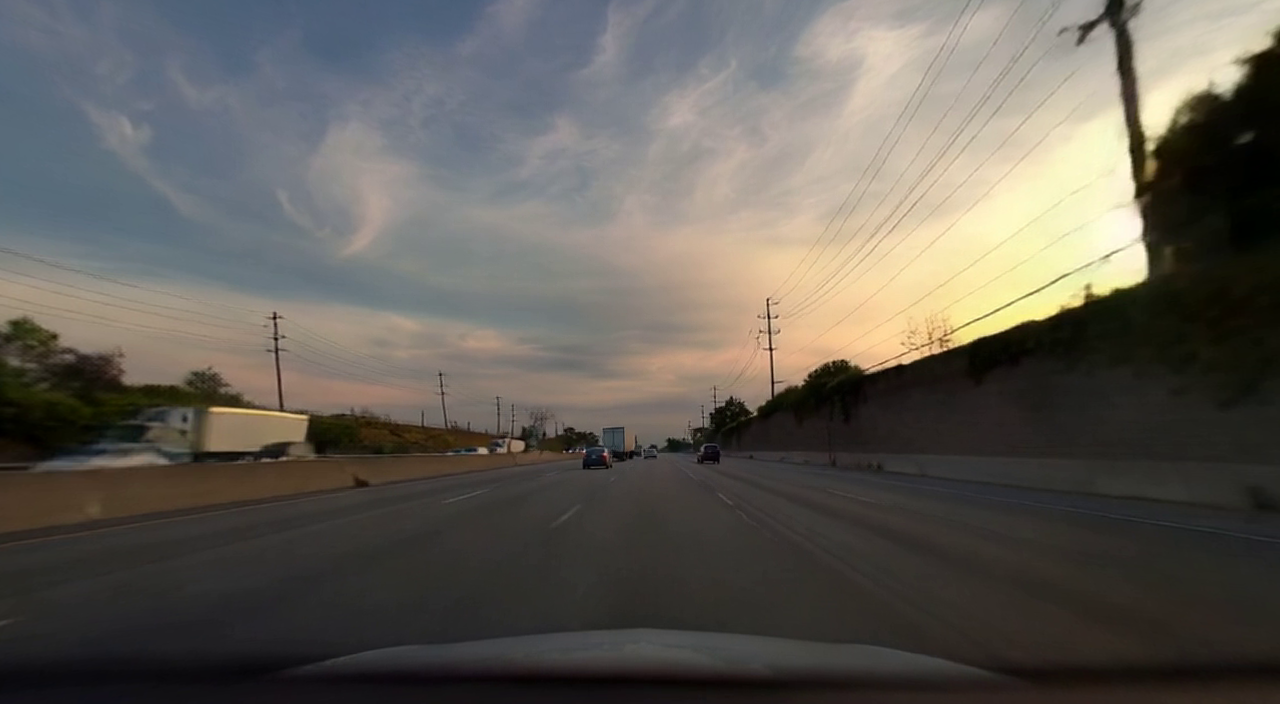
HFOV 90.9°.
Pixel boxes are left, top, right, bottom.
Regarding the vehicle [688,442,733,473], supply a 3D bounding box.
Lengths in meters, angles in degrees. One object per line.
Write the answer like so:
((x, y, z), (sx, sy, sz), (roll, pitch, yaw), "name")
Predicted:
((4.385, 6.666, 39.974), (2.214, 1.799, 4.627), (0, -9, -1), "vehicle")

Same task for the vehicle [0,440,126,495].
((-18.600, 3.476, 19.188), (1.944, 1.513, 4.559), (0, -9, 1), "vehicle")

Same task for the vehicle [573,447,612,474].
((-2.759, 6.429, 37.445), (2.004, 1.498, 4.043), (0, -9, 1), "vehicle")

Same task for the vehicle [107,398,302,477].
((-23.099, 4.799, 34.633), (3.023, 3.670, 10.527), (0, -9, 1), "vehicle")
